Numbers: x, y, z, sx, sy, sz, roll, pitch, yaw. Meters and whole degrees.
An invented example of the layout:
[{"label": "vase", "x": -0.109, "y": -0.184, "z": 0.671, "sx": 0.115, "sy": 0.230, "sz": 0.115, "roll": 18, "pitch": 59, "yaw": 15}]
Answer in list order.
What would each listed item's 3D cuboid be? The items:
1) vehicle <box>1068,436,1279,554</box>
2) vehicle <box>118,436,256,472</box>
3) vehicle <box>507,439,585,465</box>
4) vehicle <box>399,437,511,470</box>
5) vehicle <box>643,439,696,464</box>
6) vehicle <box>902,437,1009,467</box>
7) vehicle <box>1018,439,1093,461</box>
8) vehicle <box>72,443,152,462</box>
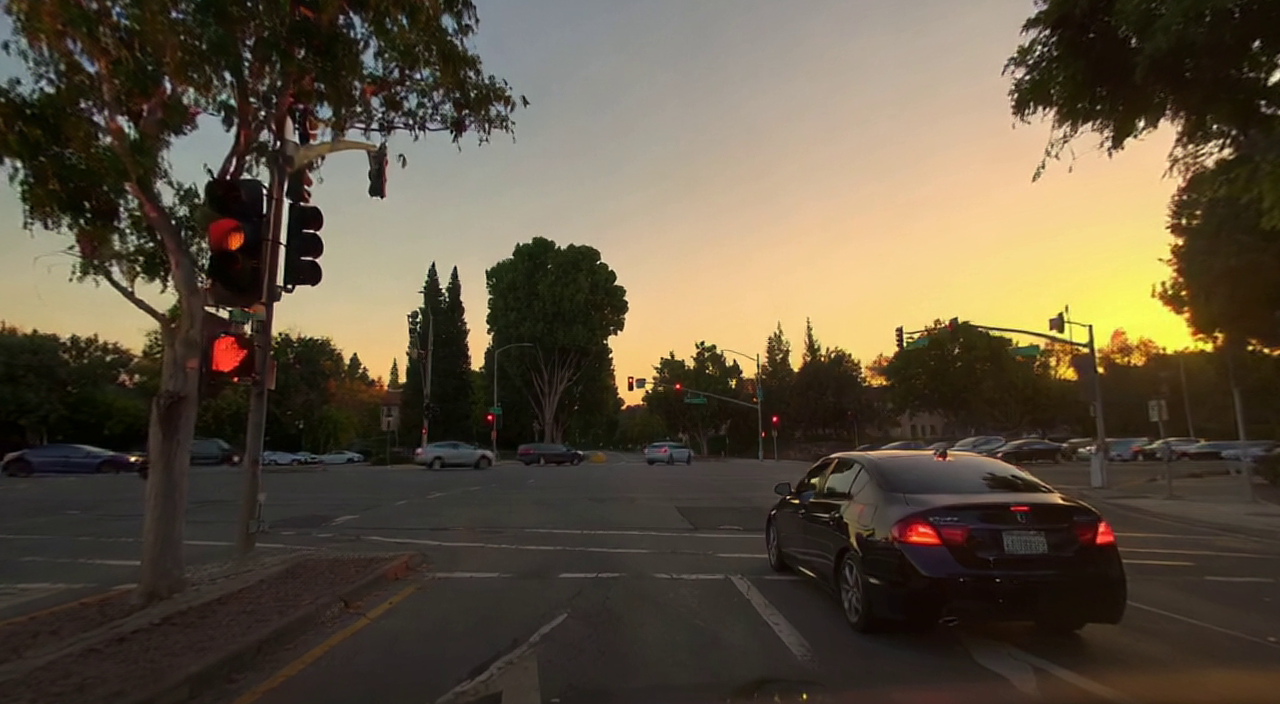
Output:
[{"label": "vehicle", "x": 9.283, "y": 2.155, "z": 9.839, "sx": 1.993, "sy": 1.505, "sz": 4.721, "roll": 3, "pitch": -9, "yaw": 0}, {"label": "vehicle", "x": -20.075, "y": 4.534, "z": 28.236, "sx": 4.580, "sy": 1.472, "sz": 1.891, "roll": 3, "pitch": -9, "yaw": -21}, {"label": "vehicle", "x": -5.831, "y": 6.273, "z": 39.826, "sx": 1.922, "sy": 1.485, "sz": 4.912, "roll": -7, "pitch": -11, "yaw": 37}, {"label": "vehicle", "x": -8.976, "y": 4.918, "z": 30.785, "sx": 4.849, "sy": 1.476, "sz": 1.935, "roll": 5, "pitch": -10, "yaw": -31}, {"label": "vehicle", "x": 2.077, "y": 6.789, "z": 43.220, "sx": 1.896, "sy": 1.544, "sz": 4.331, "roll": -5, "pitch": -10, "yaw": 29}, {"label": "vehicle", "x": 16.275, "y": 5.175, "z": 32.832, "sx": 1.962, "sy": 1.468, "sz": 4.516, "roll": 6, "pitch": -10, "yaw": -34}, {"label": "vehicle", "x": 29.452, "y": 6.948, "z": 44.797, "sx": 4.533, "sy": 1.471, "sz": 1.772, "roll": 2, "pitch": -9, "yaw": -15}, {"label": "vehicle", "x": -40.540, "y": 7.732, "z": 48.594, "sx": 4.345, "sy": 1.426, "sz": 1.722, "roll": 2, "pitch": -9, "yaw": -8}]
